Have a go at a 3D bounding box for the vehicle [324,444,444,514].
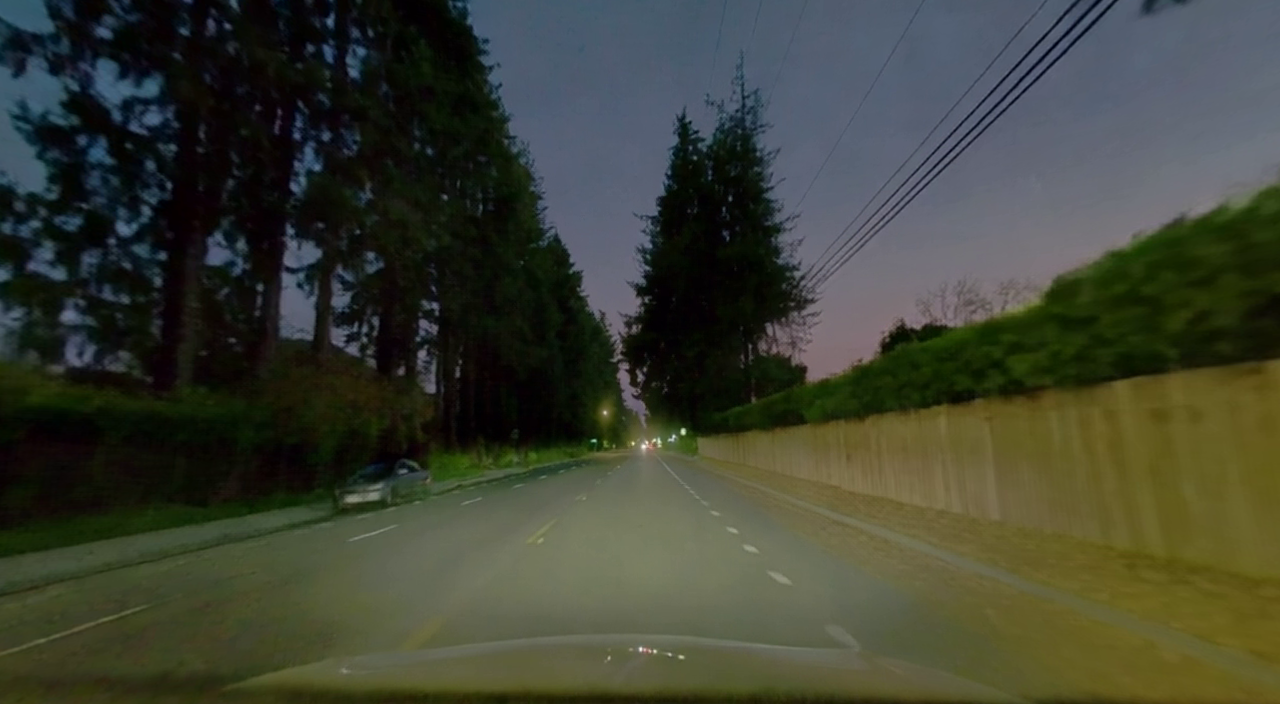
[{"bbox_3d":[-7.701,3.801,19.408,1.945,1.760,4.021,-3,-8,2],"label":"vehicle"}]
